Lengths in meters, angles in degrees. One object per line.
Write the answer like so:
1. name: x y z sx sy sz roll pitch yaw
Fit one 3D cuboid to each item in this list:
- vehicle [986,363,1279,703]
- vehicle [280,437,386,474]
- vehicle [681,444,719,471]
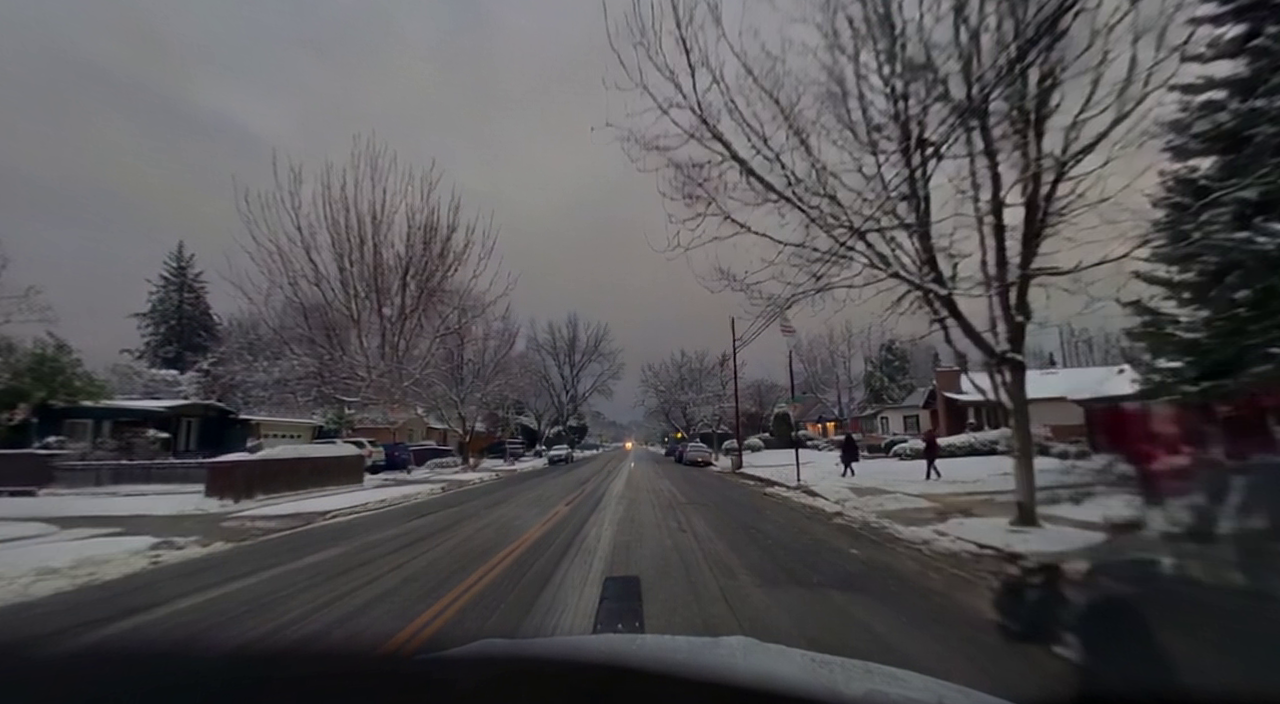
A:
1. vehicle: 3.685 0.863 2.259 2.316 1.695 4.596 0 -8 1
2. vehicle: -15.413 5.233 31.768 4.320 1.767 1.951 -1 -9 2
3. vehicle: 3.765 6.695 40.220 1.917 1.569 4.460 0 -8 -1
